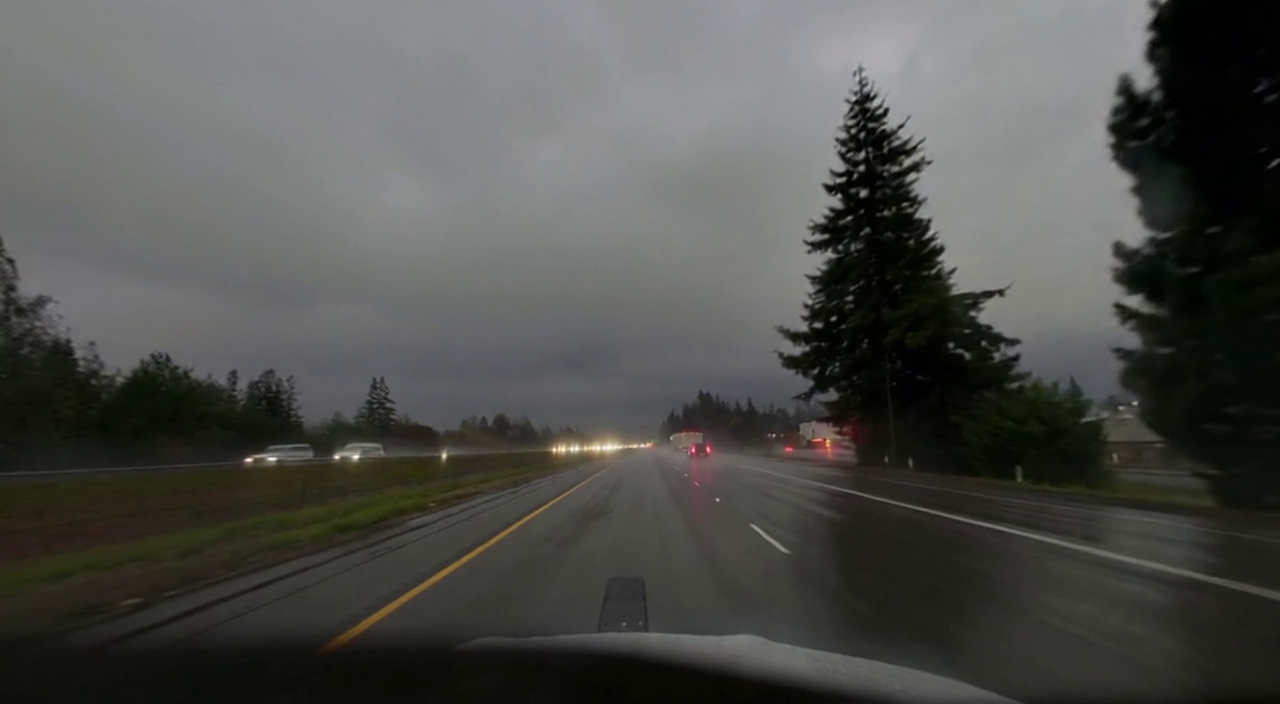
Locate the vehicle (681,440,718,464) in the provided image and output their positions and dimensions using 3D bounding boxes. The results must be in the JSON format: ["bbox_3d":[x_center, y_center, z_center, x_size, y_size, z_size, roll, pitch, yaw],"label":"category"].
[{"bbox_3d":[3.938,6.698,42.343,2.062,1.518,4.026,0,-8,-1],"label":"vehicle"}]
